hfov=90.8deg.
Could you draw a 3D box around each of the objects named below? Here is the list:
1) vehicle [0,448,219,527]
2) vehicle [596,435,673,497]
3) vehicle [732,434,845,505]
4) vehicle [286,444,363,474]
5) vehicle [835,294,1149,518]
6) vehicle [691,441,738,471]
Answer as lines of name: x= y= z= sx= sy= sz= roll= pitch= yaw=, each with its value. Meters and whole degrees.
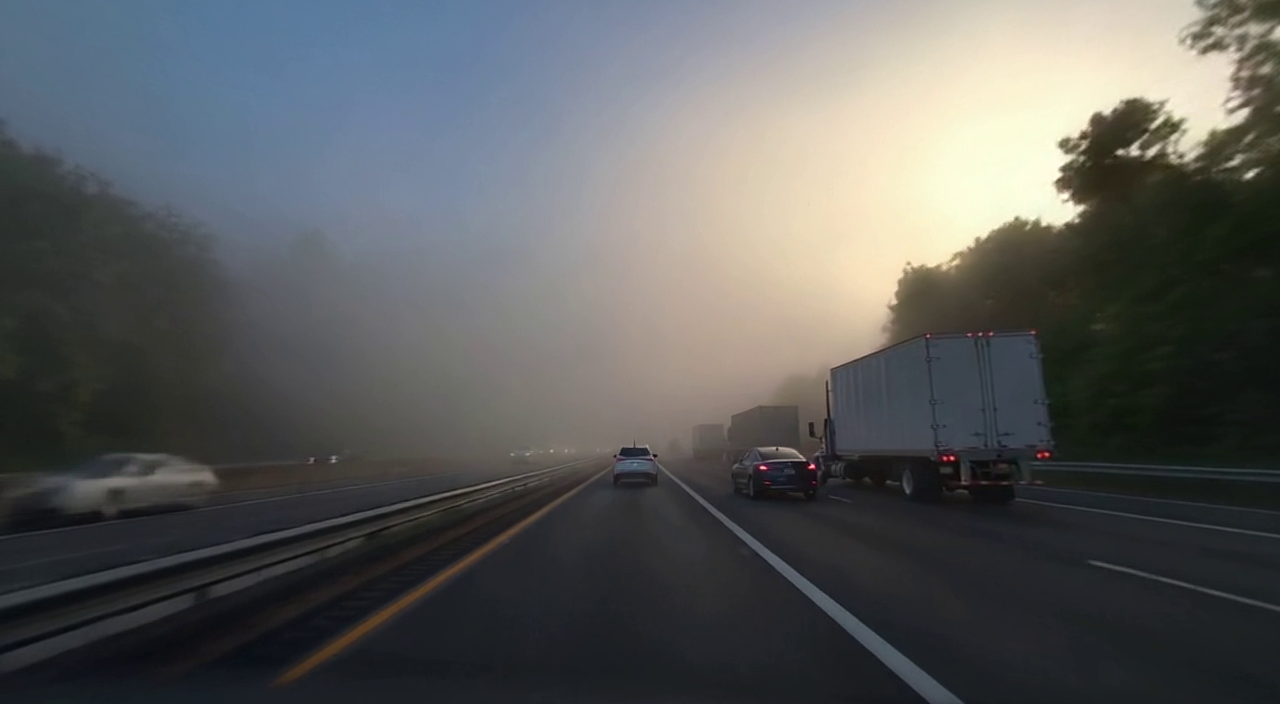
vehicle: x=-12.070 y=2.941 z=14.289 sx=2.189 sy=1.486 sz=4.091 roll=0 pitch=-9 yaw=1
vehicle: x=-0.128 y=3.280 z=18.449 sx=2.023 sy=1.618 sz=3.628 roll=0 pitch=-9 yaw=1
vehicle: x=3.672 y=2.967 z=16.328 sx=1.920 sy=1.594 sz=3.867 roll=0 pitch=-9 yaw=-1
vehicle: x=-19.192 y=6.529 z=38.705 sx=2.139 sy=1.674 sz=4.733 roll=-1 pitch=-9 yaw=2
vehicle: x=7.624 y=1.572 z=15.686 sx=2.823 sy=4.063 sz=8.485 roll=0 pitch=-9 yaw=0
vehicle: x=4.192 y=5.941 z=36.161 sx=2.150 sy=1.632 sz=4.260 roll=0 pitch=-9 yaw=-1
